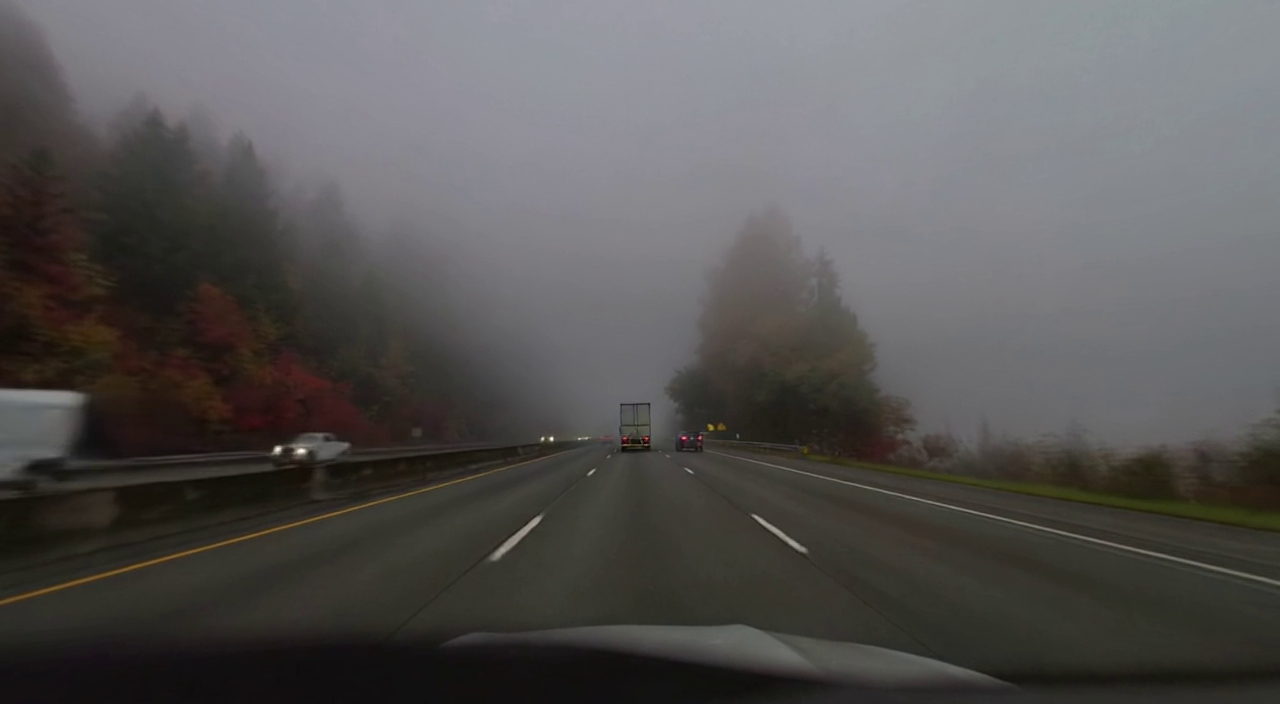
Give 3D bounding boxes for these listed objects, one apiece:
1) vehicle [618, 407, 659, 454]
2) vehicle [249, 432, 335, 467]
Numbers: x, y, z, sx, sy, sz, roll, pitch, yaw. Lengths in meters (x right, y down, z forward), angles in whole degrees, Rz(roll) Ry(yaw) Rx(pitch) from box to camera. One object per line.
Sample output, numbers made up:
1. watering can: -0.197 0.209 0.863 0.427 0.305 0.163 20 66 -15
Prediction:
1. vehicle: -0.210 5.416 43.282 2.631 2.957 6.512 0 -8 -2
2. vehicle: -20.000 5.620 36.438 2.070 1.882 5.035 0 -8 0
